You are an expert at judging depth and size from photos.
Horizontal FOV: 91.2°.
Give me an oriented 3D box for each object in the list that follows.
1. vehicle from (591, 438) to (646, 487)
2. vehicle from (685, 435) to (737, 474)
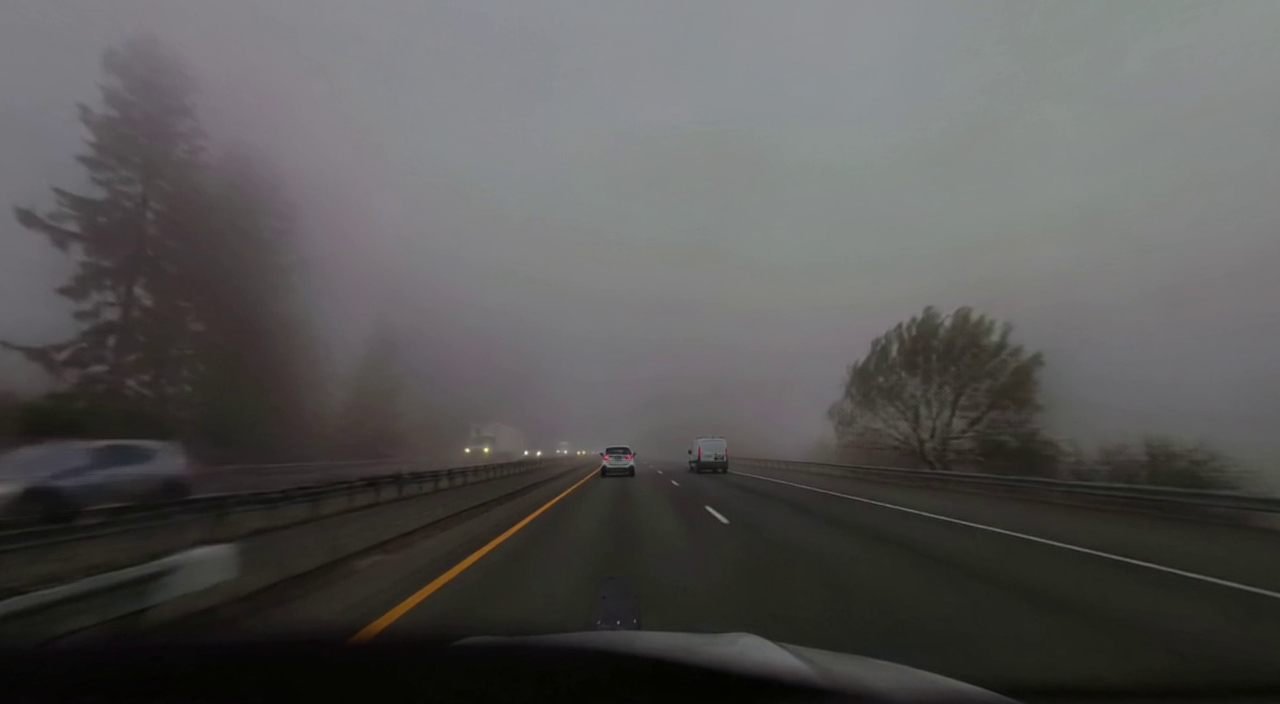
[{"bbox_3d":[-0.796,4.256,24.440,1.963,1.711,4.284,0,-9,-1],"label":"vehicle"},{"bbox_3d":[3.815,5.621,34.498,2.179,1.930,4.538,0,-9,-1],"label":"vehicle"}]
